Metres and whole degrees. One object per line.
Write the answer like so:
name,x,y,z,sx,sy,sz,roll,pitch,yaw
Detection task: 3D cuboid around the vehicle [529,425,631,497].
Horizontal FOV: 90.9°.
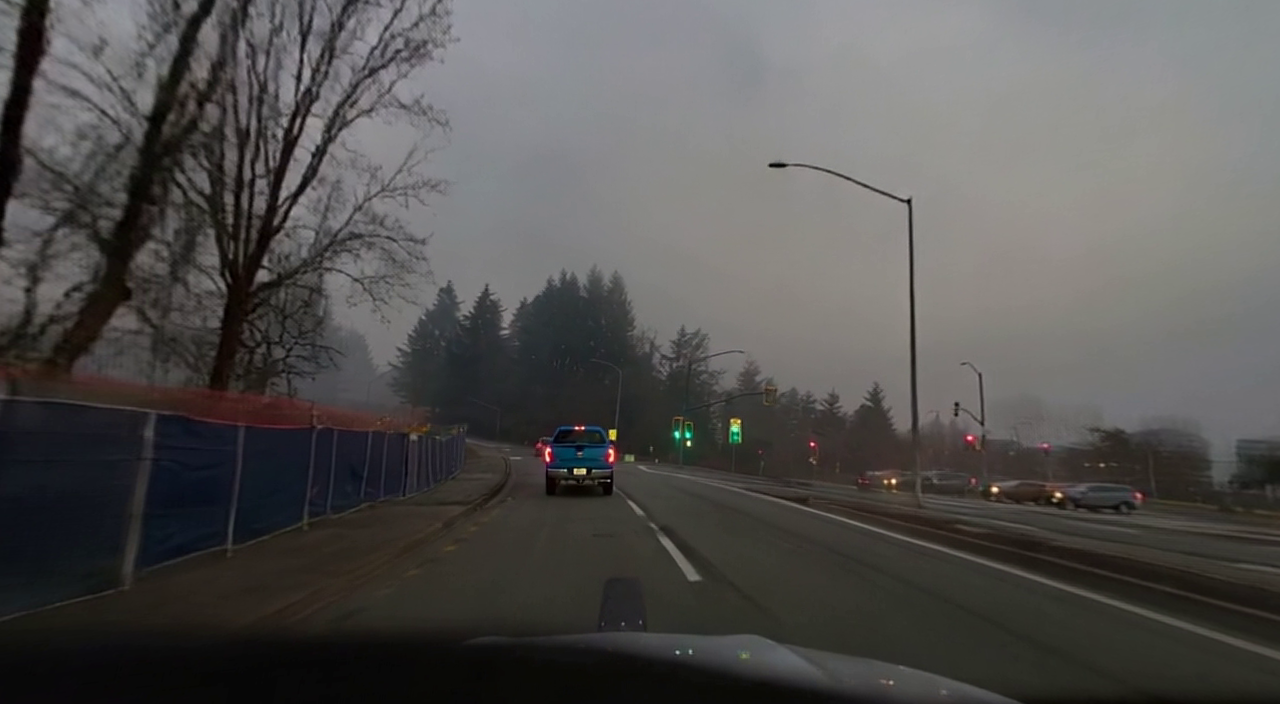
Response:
vehicle,-1.672,2.983,17.816,2.436,1.698,5.322,1,-8,-5

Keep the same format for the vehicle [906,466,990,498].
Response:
vehicle,17.539,7.411,36.185,1.884,1.622,4.485,3,-10,-13

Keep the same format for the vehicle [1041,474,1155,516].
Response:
vehicle,22.500,7.008,31.230,1.841,1.673,4.470,1,-8,-8

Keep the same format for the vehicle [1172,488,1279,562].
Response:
vehicle,14.921,3.952,14.257,1.862,1.387,4.168,1,-8,-7

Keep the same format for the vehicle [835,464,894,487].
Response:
vehicle,15.874,8.778,44.870,1.808,1.467,4.360,3,-10,-14
